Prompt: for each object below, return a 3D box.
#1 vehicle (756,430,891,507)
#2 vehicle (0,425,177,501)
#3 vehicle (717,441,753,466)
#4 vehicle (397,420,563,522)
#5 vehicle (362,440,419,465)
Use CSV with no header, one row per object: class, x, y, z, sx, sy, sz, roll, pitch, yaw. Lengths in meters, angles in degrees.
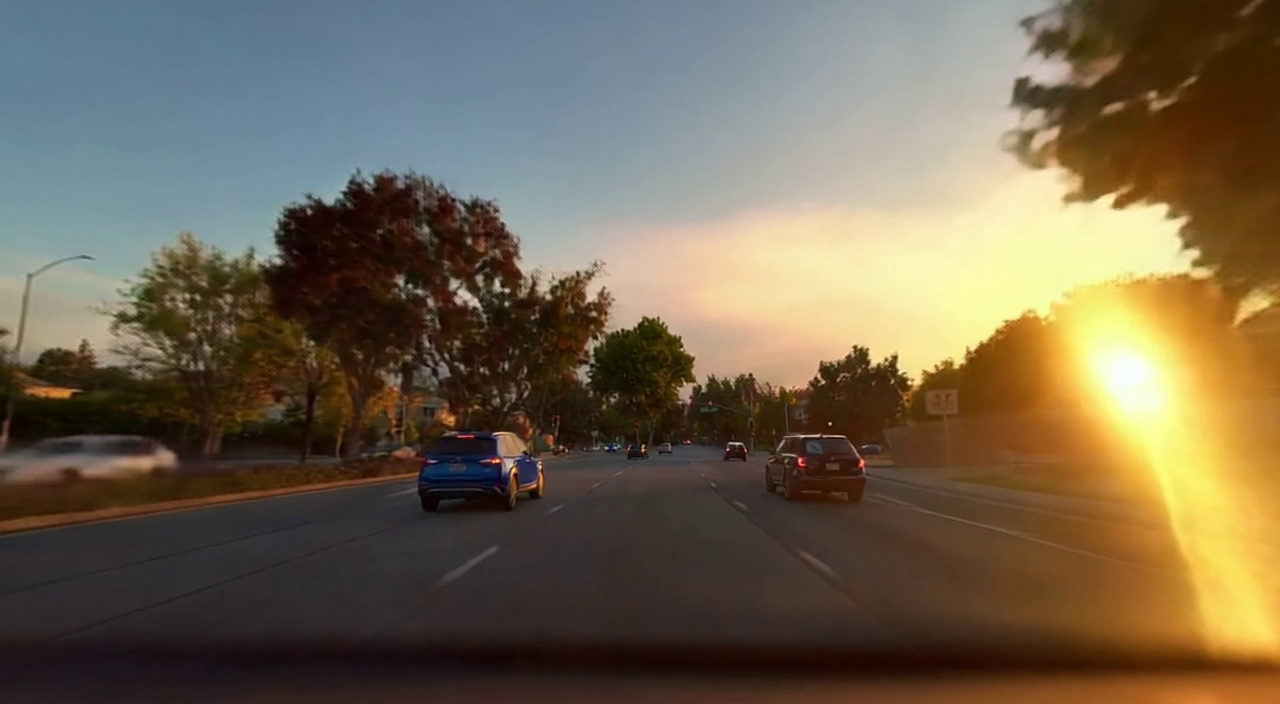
vehicle,4.389,2.867,15.953,2.132,1.659,4.387,0,-9,0
vehicle,-15.182,2.898,16.842,1.980,1.728,4.653,0,-9,2
vehicle,6.690,7.165,44.827,2.169,1.669,4.037,0,-9,4
vehicle,-2.994,2.358,13.026,2.045,1.688,4.632,0,-9,2
vehicle,-17.493,7.052,44.566,1.914,1.669,4.429,-1,-9,5
